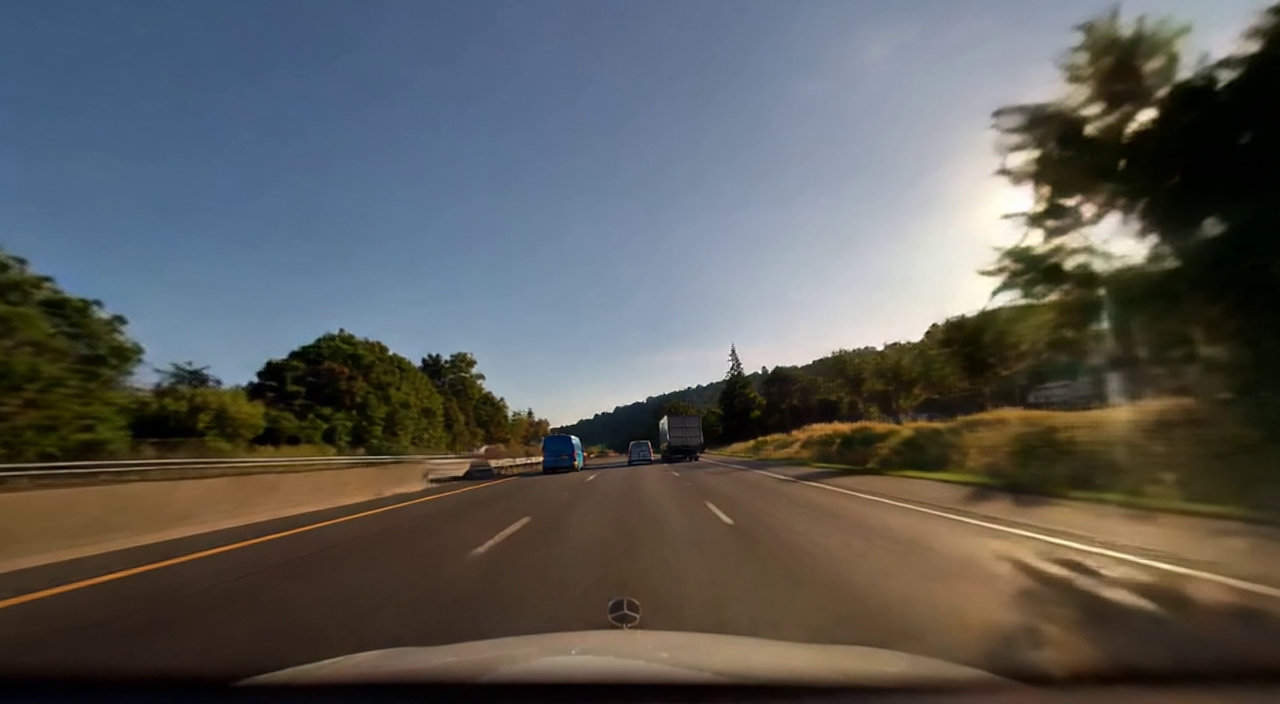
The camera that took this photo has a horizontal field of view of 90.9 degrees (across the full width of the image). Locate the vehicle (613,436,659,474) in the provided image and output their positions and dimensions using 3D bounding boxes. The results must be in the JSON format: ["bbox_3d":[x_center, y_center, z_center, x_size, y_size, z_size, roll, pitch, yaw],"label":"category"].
[{"bbox_3d":[-0.202,5.375,32.880,2.209,1.825,4.036,-1,-9,0],"label":"vehicle"}]

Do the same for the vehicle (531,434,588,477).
[{"bbox_3d":[-4.009,5.262,32.247,2.167,1.991,5.062,-1,-9,1],"label":"vehicle"}]
